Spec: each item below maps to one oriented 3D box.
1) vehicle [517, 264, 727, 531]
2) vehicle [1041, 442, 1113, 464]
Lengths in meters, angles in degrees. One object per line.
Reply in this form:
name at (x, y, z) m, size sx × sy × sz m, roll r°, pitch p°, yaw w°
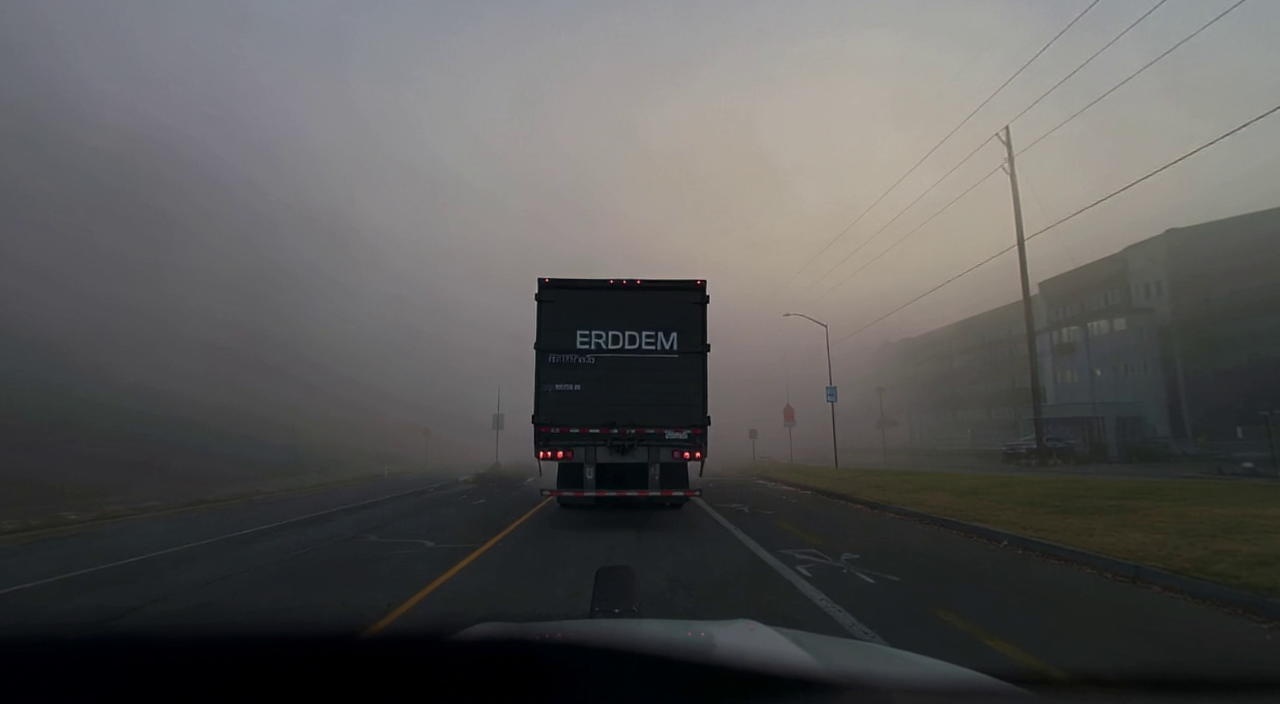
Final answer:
vehicle at (-0.192, 1.212, 13.471) m, size 2.876 × 3.724 × 9.351 m, roll 0°, pitch -8°, yaw 1°
vehicle at (31.365, 7.222, 45.157) m, size 1.652 × 1.423 × 3.797 m, roll 5°, pitch -9°, yaw -35°
